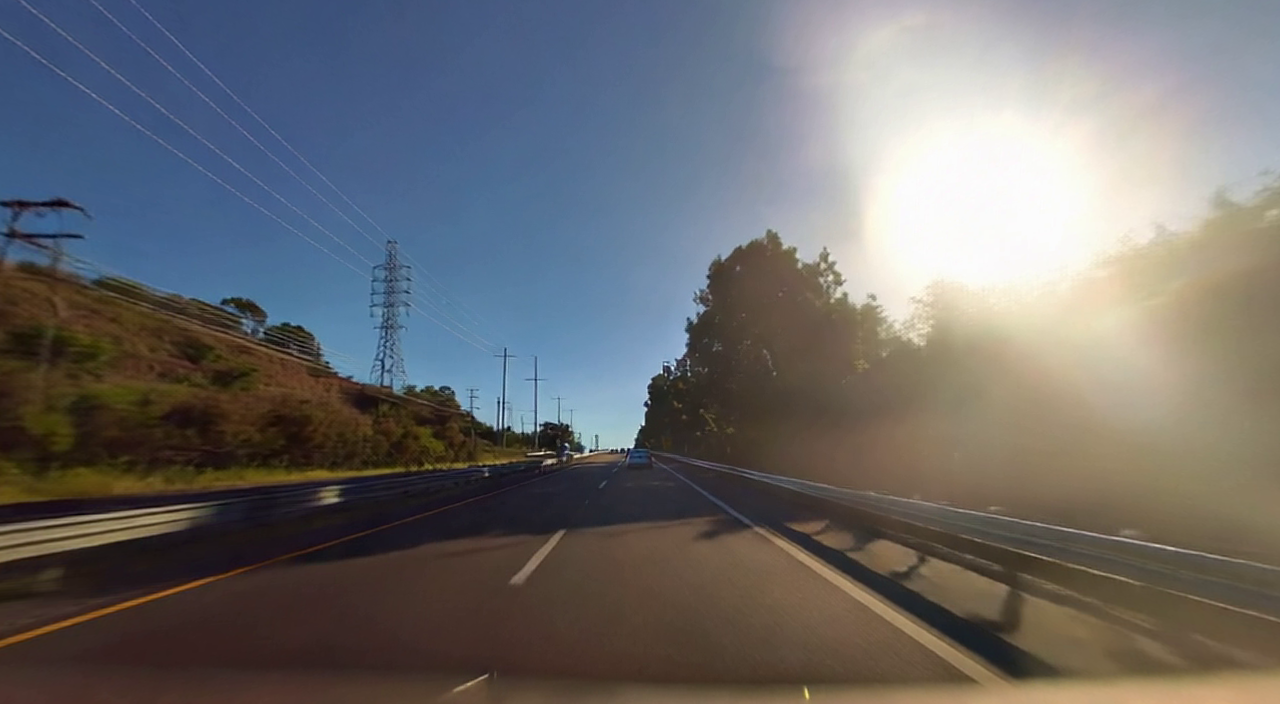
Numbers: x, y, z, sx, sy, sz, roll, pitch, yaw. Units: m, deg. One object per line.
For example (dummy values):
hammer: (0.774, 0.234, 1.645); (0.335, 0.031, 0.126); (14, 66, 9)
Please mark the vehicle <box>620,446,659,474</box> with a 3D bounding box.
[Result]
vehicle: (-0.066, 6.061, 35.462); (2.080, 1.486, 3.813); (0, -9, -1)
